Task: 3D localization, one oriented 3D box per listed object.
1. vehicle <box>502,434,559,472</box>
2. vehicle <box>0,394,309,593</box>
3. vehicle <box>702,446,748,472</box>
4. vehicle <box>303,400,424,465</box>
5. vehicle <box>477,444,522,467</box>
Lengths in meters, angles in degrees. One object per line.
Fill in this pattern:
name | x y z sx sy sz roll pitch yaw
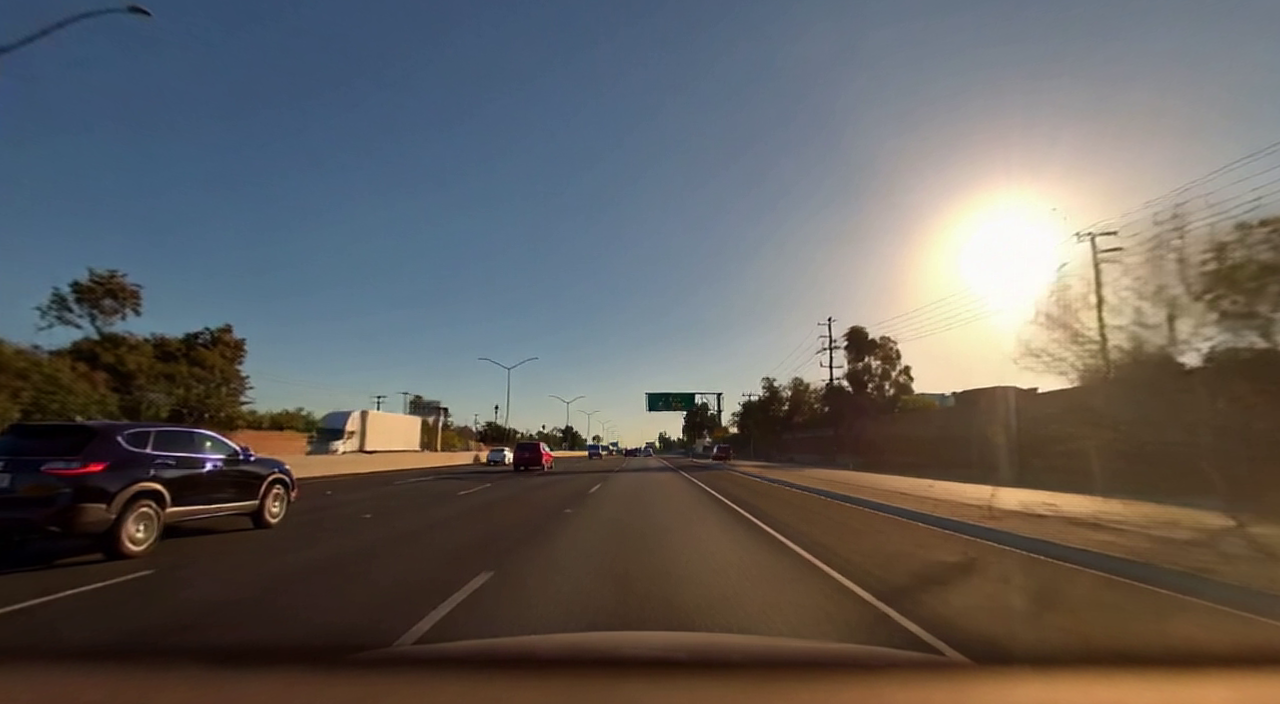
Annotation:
vehicle | -6.061 5.684 35.498 2.255 1.934 4.868 1 -9 1
vehicle | -6.404 1.556 7.773 2.058 1.698 4.567 1 -9 1
vehicle | 5.237 6.667 39.430 2.251 1.520 4.550 1 -9 -1
vehicle | -18.842 5.797 44.144 3.188 3.921 11.276 1 -9 1
vehicle | -9.774 7.226 44.000 2.042 1.485 4.395 1 -9 1
